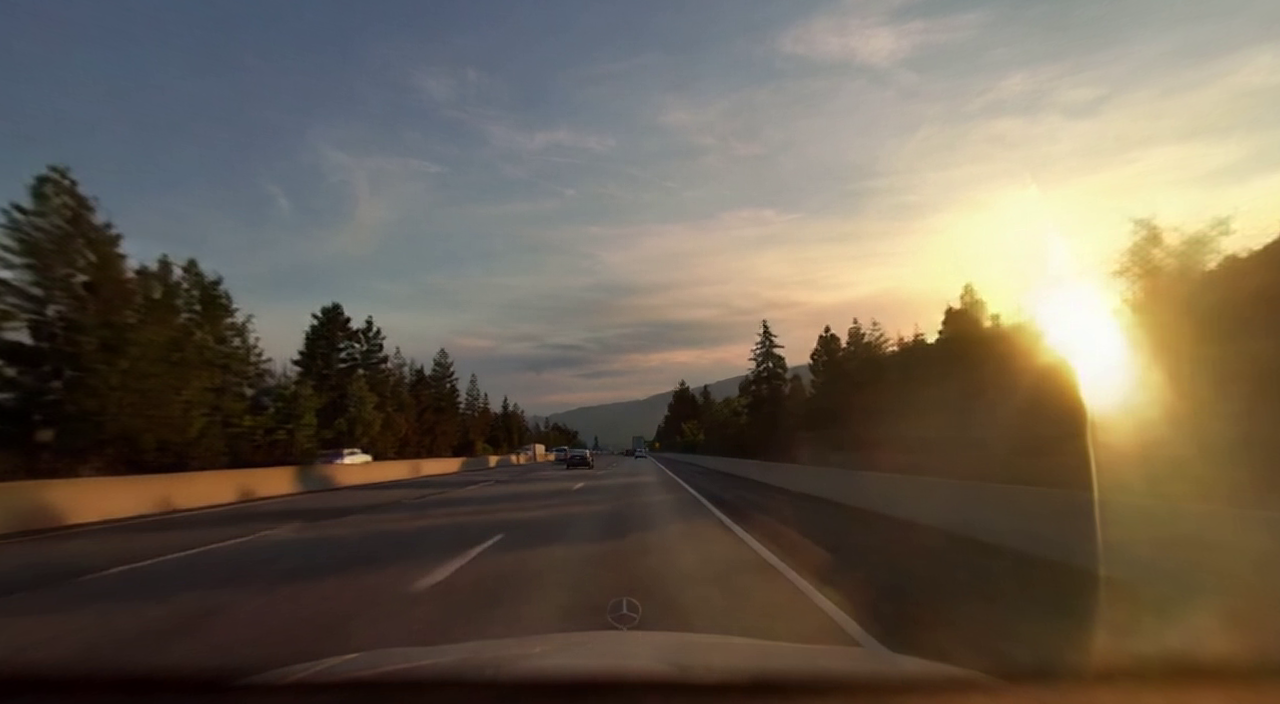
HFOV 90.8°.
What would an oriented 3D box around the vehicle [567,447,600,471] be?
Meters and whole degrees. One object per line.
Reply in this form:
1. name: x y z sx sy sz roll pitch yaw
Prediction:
1. vehicle: -3.800 7.254 43.046 1.893 1.521 3.742 0 -9 0
